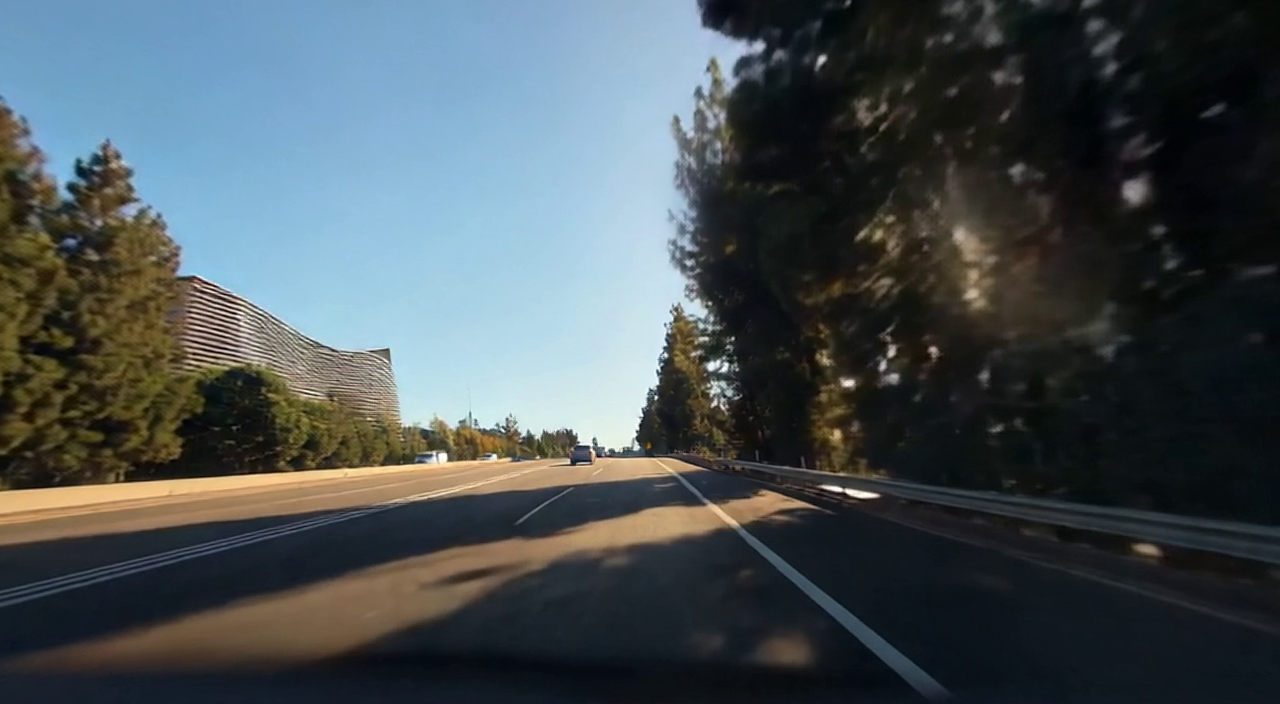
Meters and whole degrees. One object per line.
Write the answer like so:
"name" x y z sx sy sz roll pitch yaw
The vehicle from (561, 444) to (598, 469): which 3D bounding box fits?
"vehicle" -3.874 6.777 41.147 1.984 1.521 4.682 0 -8 0
